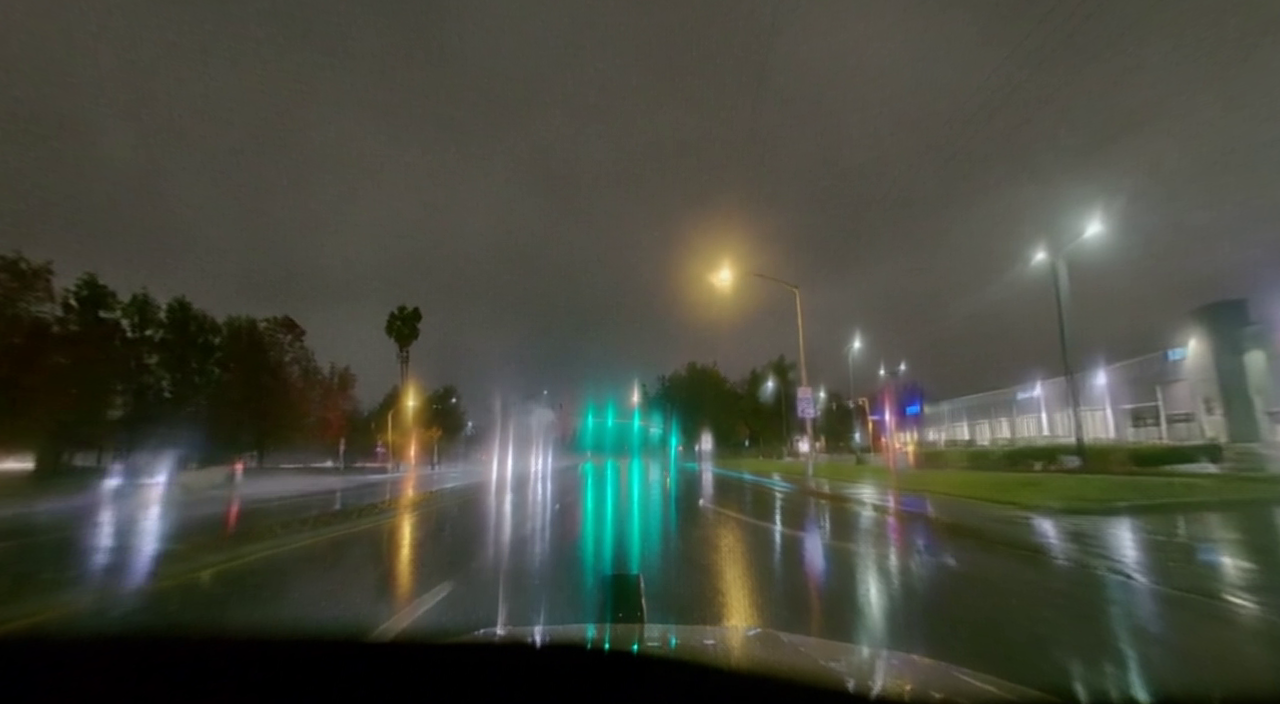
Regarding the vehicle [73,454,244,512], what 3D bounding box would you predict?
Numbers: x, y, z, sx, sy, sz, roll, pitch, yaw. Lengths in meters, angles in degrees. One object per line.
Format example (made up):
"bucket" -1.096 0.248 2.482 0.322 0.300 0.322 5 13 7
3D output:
"vehicle" -16.098 4.346 21.539 2.131 1.679 4.554 -1 -9 2
